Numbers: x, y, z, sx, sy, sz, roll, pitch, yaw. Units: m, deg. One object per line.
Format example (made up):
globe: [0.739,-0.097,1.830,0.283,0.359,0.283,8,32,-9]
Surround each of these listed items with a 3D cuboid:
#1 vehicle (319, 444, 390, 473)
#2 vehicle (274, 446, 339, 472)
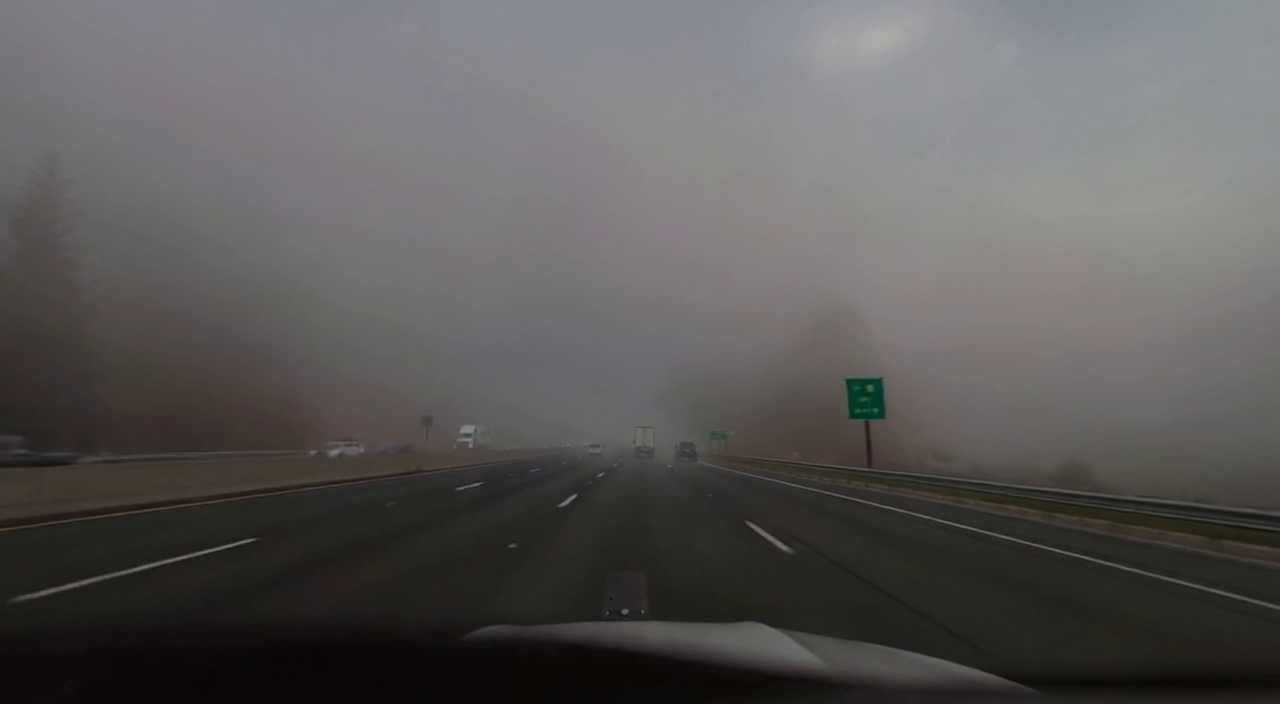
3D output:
vehicle: [-15.993,5.948,35.456,2.131,1.493,3.900,0,-9,0]
vehicle: [-19.588,6.268,37.121,1.809,1.422,3.660,1,-8,0]
